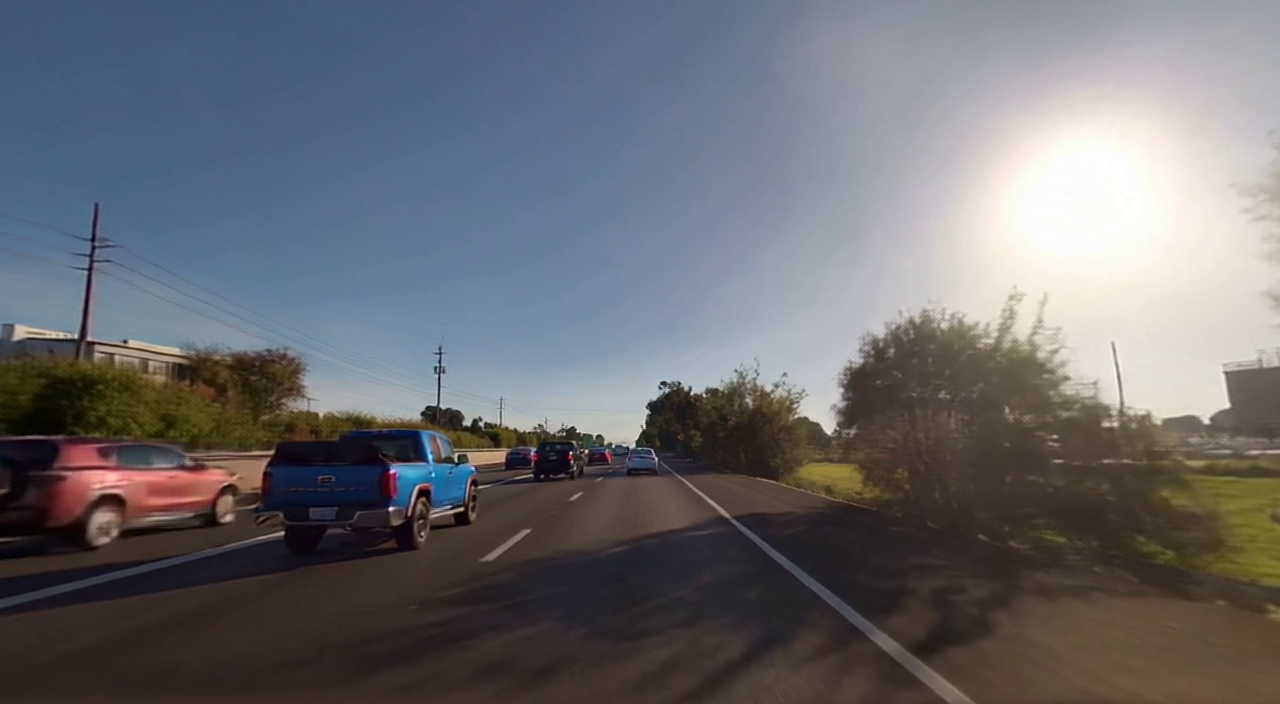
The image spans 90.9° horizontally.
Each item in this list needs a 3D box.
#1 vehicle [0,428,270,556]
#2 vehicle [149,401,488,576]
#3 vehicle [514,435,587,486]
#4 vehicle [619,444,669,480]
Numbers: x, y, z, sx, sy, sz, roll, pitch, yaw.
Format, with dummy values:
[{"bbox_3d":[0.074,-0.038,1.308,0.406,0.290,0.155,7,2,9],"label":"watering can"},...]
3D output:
[{"bbox_3d":[-8.391,2.148,10.408,1.897,1.636,4.295,0,-8,1],"label":"vehicle"},{"bbox_3d":[-4.074,1.848,9.457,2.198,1.848,5.346,0,-8,1],"label":"vehicle"},{"bbox_3d":[-3.407,4.254,24.993,2.133,1.789,4.518,-1,-8,1],"label":"vehicle"},{"bbox_3d":[0.142,4.785,27.754,2.047,1.473,3.978,0,-8,0],"label":"vehicle"}]
